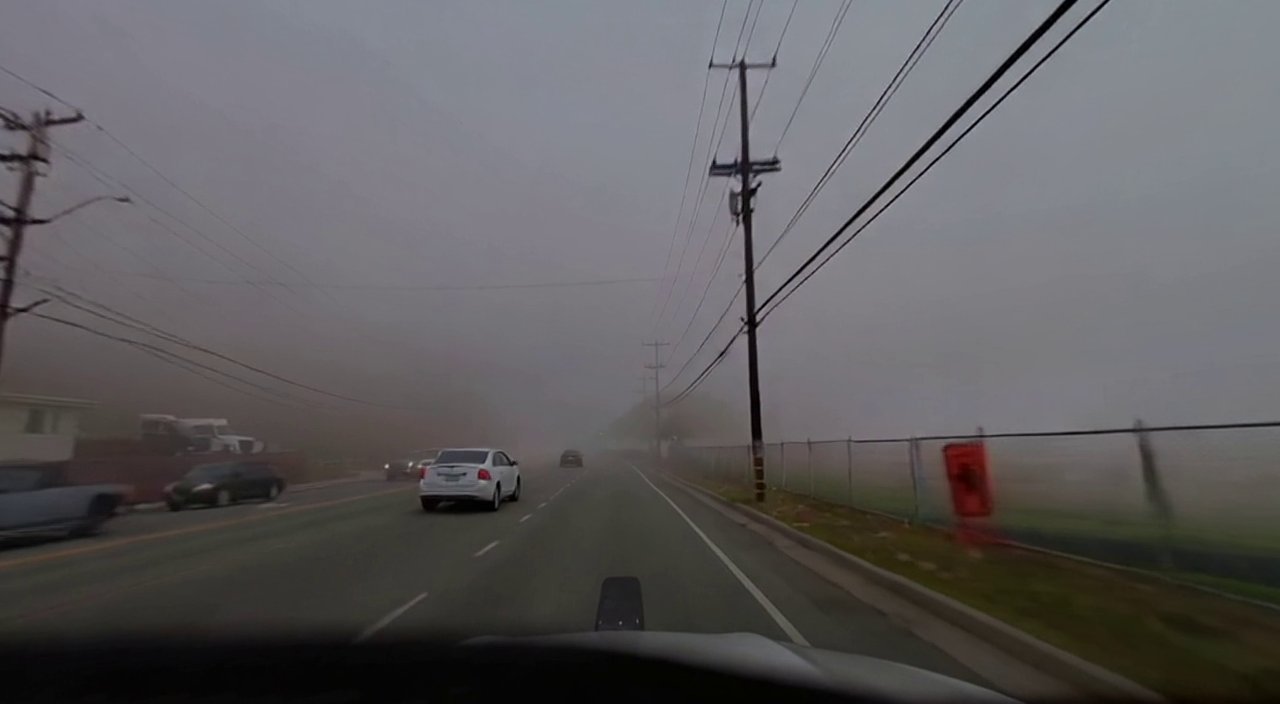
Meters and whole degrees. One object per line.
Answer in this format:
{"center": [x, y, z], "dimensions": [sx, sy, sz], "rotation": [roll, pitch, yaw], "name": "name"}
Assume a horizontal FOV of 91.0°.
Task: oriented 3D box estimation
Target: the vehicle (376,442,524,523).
{"center": [-4.069, 2.864, 14.401], "dimensions": [2.020, 1.489, 4.469], "rotation": [1, -9, -1], "name": "vehicle"}

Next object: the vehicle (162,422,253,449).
{"center": [-25.493, 4.975, 37.227], "dimensions": [3.898, 1.463, 1.839], "rotation": [1, -9, -2], "name": "vehicle"}

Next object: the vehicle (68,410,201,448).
{"center": [-25.307, 3.918, 31.669], "dimensions": [4.635, 1.737, 2.146], "rotation": [2, -9, -5], "name": "vehicle"}

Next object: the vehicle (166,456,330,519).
{"center": [-10.571, 3.647, 17.428], "dimensions": [1.864, 1.448, 4.186], "rotation": [1, -9, -1], "name": "vehicle"}
